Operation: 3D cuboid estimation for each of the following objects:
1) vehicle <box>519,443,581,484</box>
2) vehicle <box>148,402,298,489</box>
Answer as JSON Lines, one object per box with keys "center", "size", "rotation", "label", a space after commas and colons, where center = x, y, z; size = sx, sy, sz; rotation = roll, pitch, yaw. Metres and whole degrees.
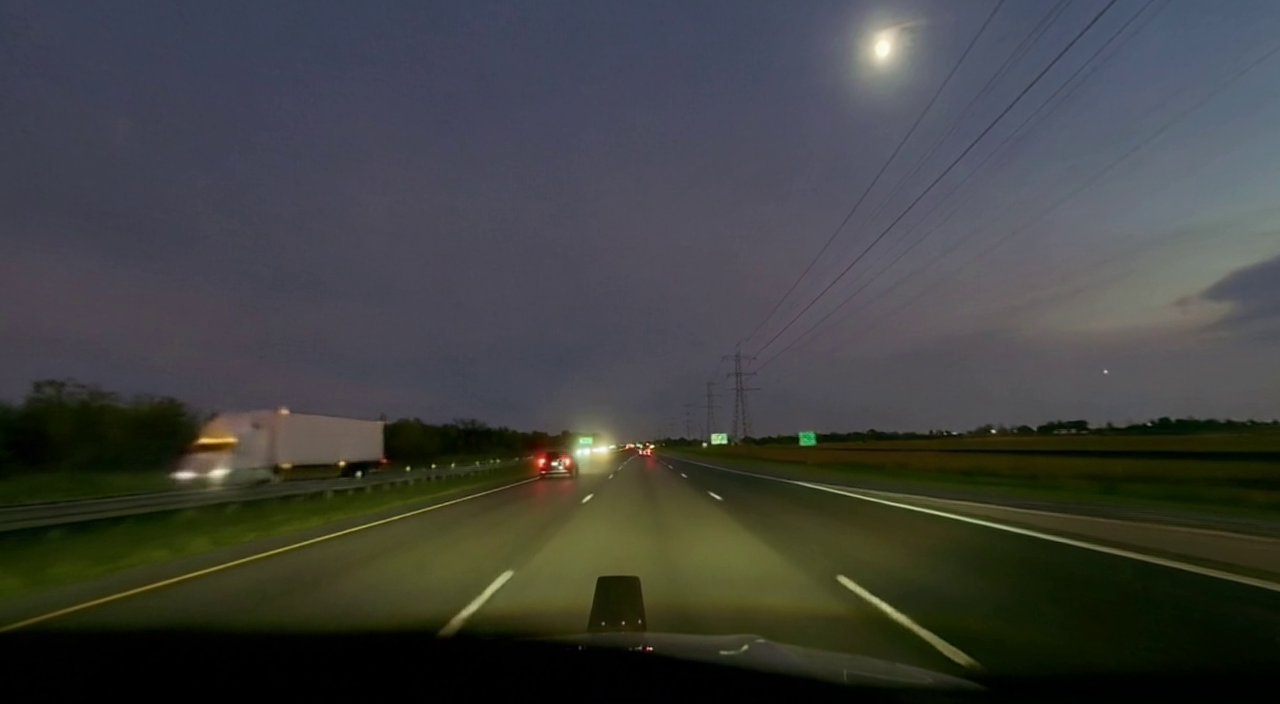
{"center": [-3.681, 4.664, 26.546], "size": [1.924, 1.550, 4.165], "rotation": [0, -9, 1], "label": "vehicle"}
{"center": [-19.991, 4.581, 30.795], "size": [2.948, 3.804, 6.105], "rotation": [0, -9, 0], "label": "vehicle"}
